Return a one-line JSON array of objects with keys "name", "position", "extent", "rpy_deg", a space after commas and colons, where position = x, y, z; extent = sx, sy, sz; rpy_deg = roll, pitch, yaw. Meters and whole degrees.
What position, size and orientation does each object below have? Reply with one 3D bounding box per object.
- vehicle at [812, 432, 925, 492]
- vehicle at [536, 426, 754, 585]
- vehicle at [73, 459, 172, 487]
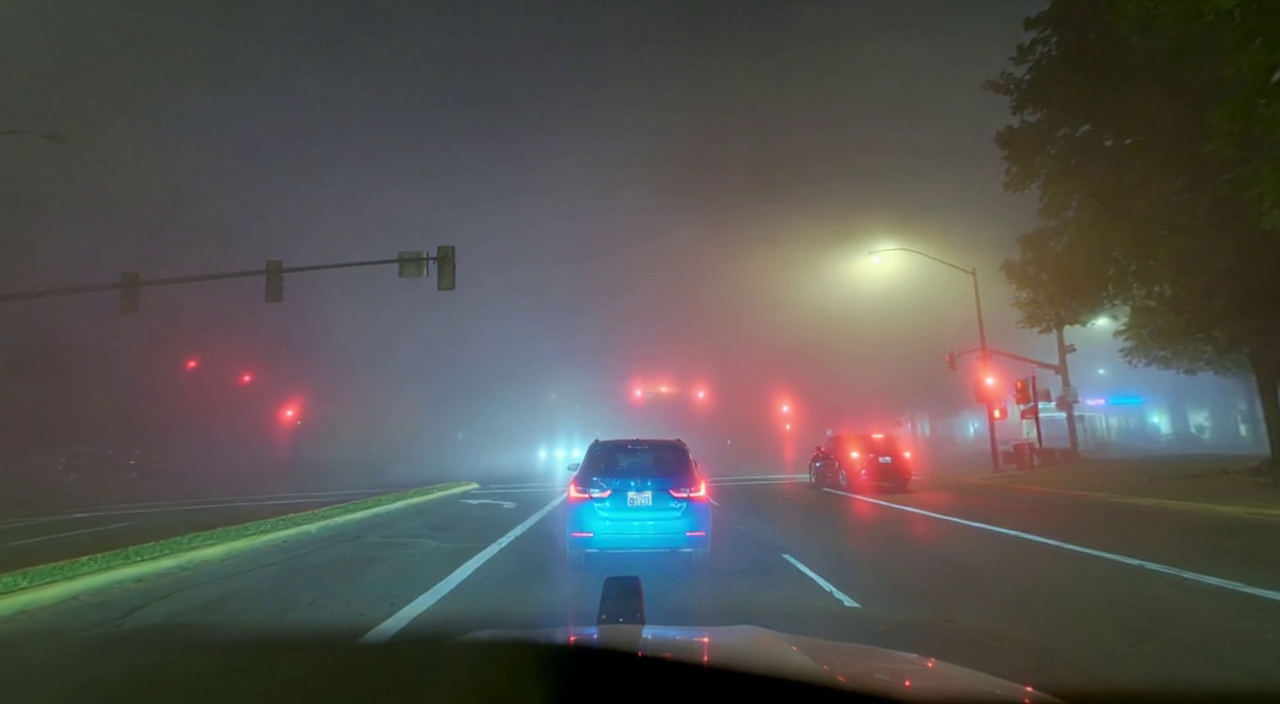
[{"name": "vehicle", "position": [7.054, 3.438, 20.067], "extent": [2.039, 1.692, 4.319], "rpy_deg": [0, -8, 1]}, {"name": "vehicle", "position": [-0.012, 1.772, 8.173], "extent": [2.070, 1.488, 4.206], "rpy_deg": [0, -8, -2]}, {"name": "vehicle", "position": [-32.396, 7.556, 39.656], "extent": [4.401, 1.625, 1.863], "rpy_deg": [0, -8, -4]}]
